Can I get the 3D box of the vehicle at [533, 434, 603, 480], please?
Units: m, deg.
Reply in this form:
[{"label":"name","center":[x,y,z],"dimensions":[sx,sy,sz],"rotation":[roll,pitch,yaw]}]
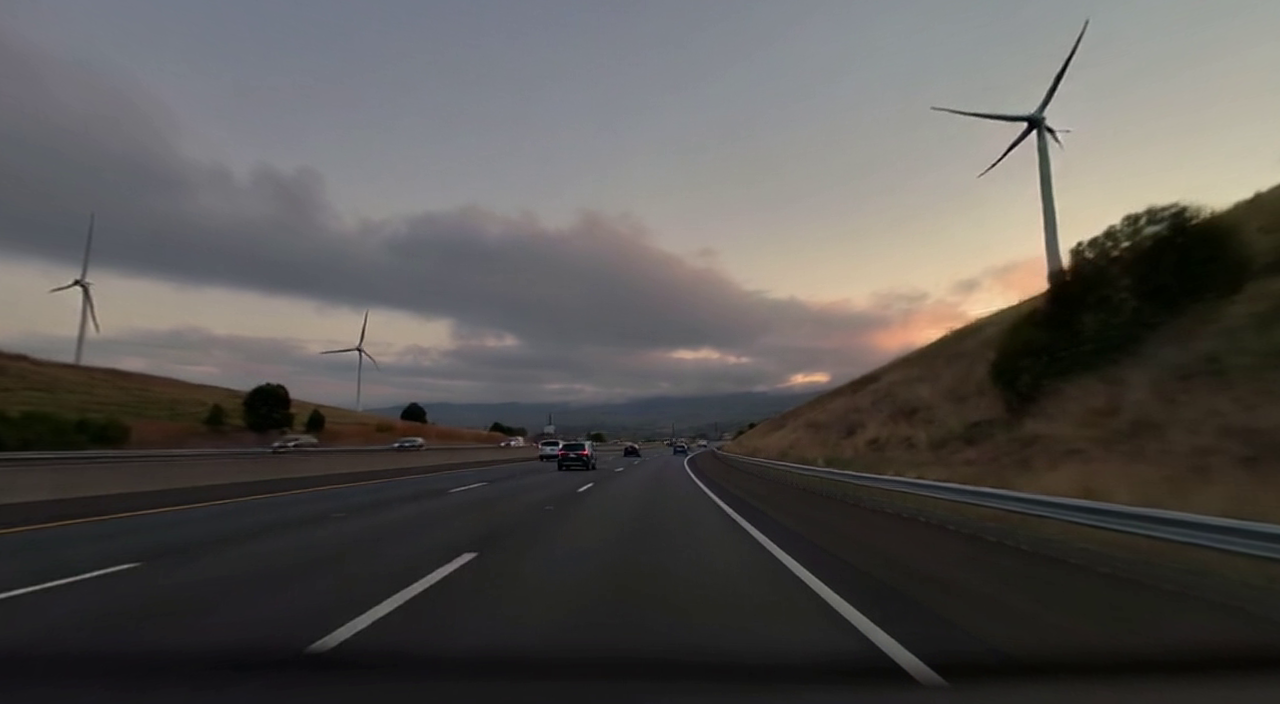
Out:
[{"label":"vehicle","center":[-2.814,4.275,25.801],"dimensions":[2.118,1.702,4.355],"rotation":[0,-9,3]}]
